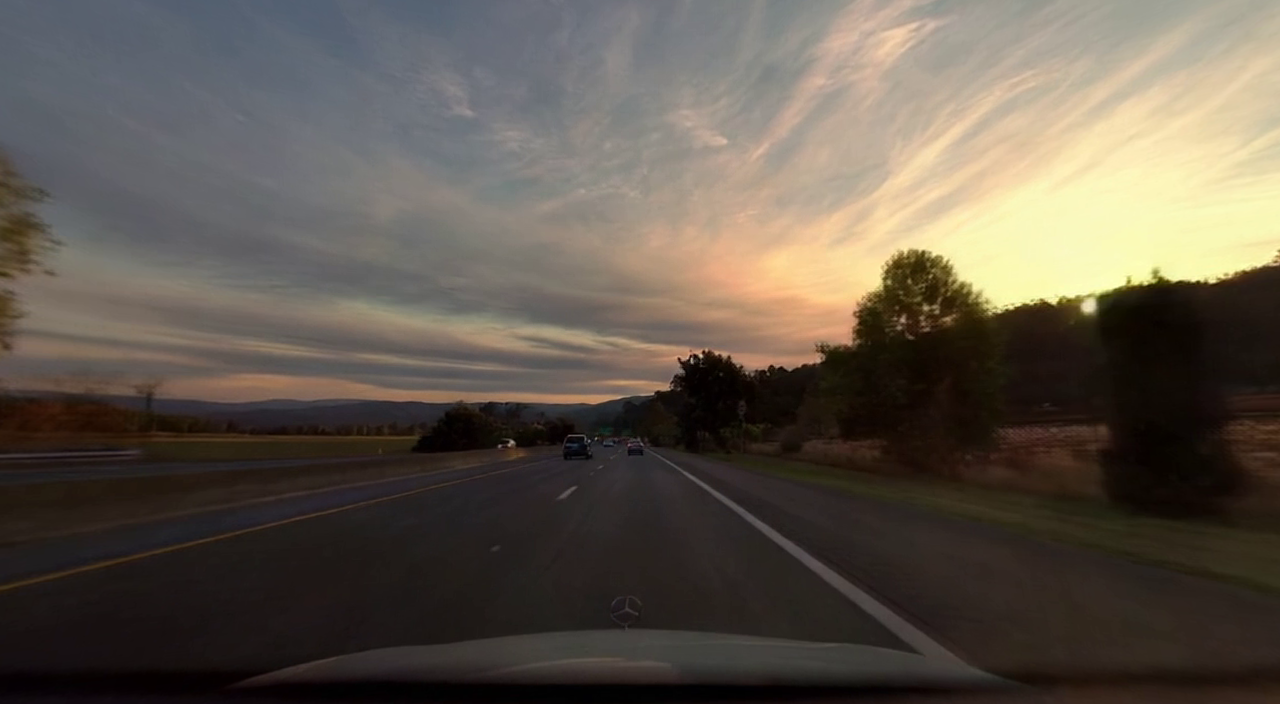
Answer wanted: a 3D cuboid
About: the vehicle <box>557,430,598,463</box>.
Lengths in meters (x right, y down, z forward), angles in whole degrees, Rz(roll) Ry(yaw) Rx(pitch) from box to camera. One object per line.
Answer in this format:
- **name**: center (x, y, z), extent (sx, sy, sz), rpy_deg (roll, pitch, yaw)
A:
- **vehicle**: center (-4.146, 6.343, 42.428), extent (2.241, 2.034, 4.890), rpy_deg (0, -8, 0)
